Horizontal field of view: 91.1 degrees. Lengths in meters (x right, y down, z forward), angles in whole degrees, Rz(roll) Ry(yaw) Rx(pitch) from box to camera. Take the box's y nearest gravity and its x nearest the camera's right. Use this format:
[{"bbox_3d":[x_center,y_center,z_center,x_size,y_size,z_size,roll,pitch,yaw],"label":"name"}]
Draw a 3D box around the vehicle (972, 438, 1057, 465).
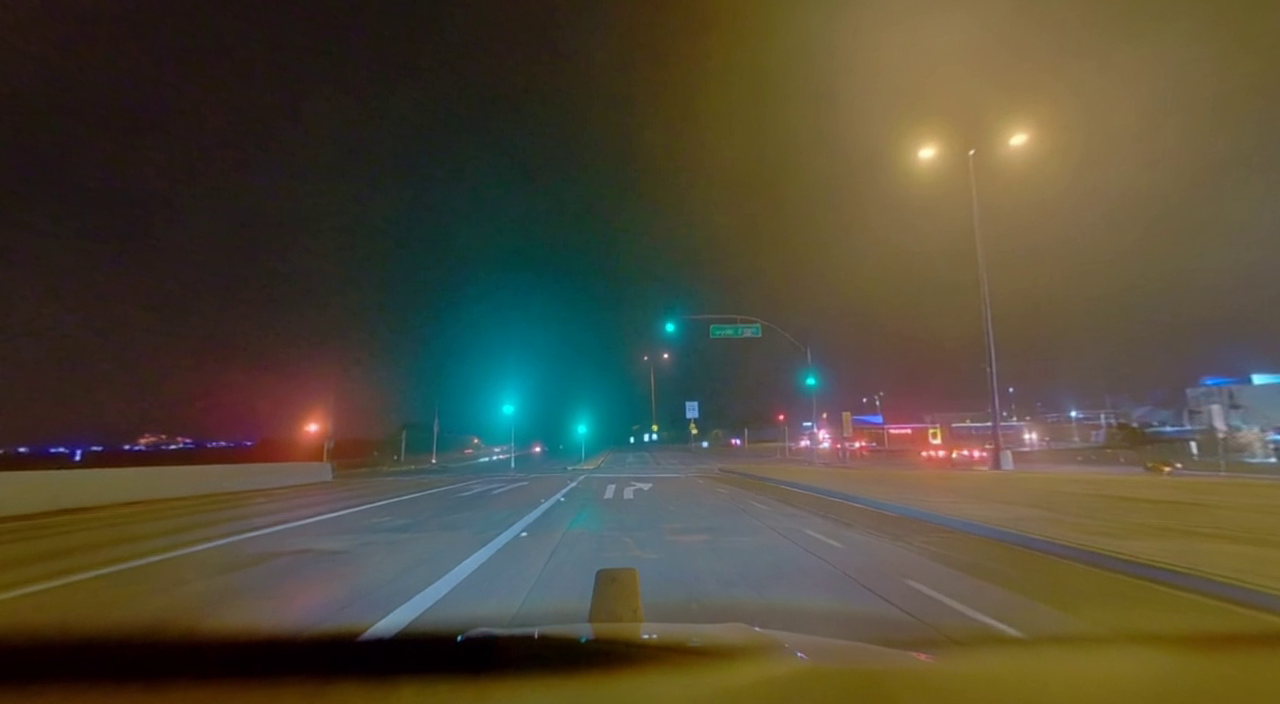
[{"bbox_3d":[21.957,5.849,36.969,1.717,1.486,3.824,4,-10,-32],"label":"vehicle"}]
